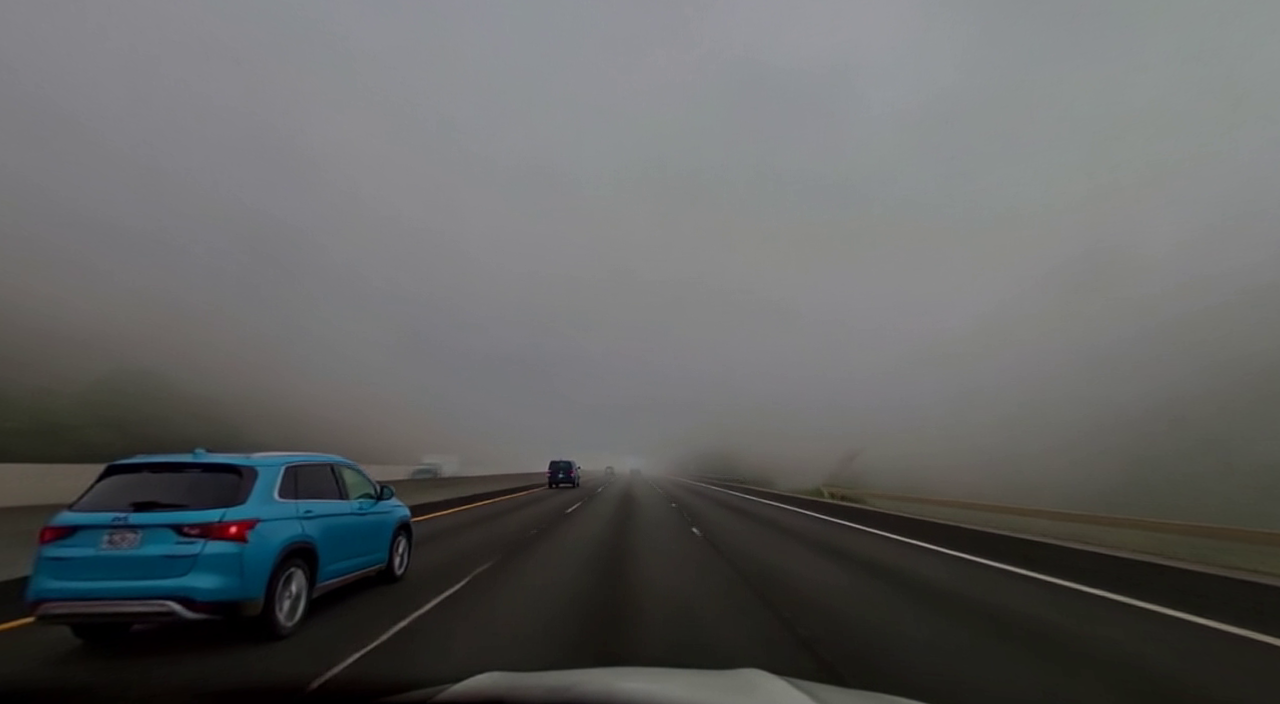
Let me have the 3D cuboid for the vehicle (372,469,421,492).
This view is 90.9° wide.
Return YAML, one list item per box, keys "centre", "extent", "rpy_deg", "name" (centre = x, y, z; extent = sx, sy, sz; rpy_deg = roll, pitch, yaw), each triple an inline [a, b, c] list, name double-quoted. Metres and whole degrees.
- centre: [-16.727, 8.827, 43.543]
  extent: [1.734, 1.473, 4.015]
  rpy_deg: [1, -10, 0]
  name: "vehicle"

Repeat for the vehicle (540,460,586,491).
- centre: [-4.632, 7.541, 38.683]
  extent: [2.178, 1.736, 4.847]
  rpy_deg: [1, -10, 0]
  name: "vehicle"
